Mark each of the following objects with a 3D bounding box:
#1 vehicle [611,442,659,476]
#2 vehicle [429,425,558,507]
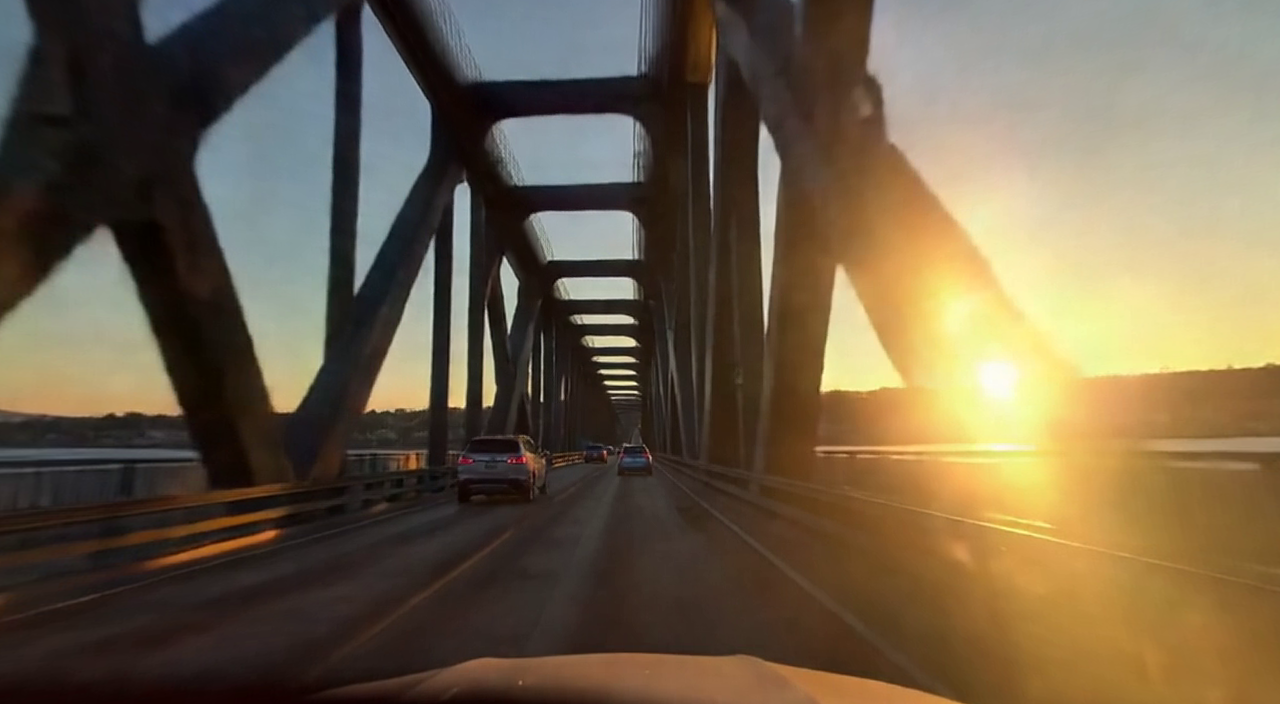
[{"bbox_3d":[-0.214,4.864,28.939,2.048,1.450,3.973,0,-9,-1],"label":"vehicle"},{"bbox_3d":[-3.585,2.899,16.542,2.190,1.807,4.741,0,-9,1],"label":"vehicle"}]
